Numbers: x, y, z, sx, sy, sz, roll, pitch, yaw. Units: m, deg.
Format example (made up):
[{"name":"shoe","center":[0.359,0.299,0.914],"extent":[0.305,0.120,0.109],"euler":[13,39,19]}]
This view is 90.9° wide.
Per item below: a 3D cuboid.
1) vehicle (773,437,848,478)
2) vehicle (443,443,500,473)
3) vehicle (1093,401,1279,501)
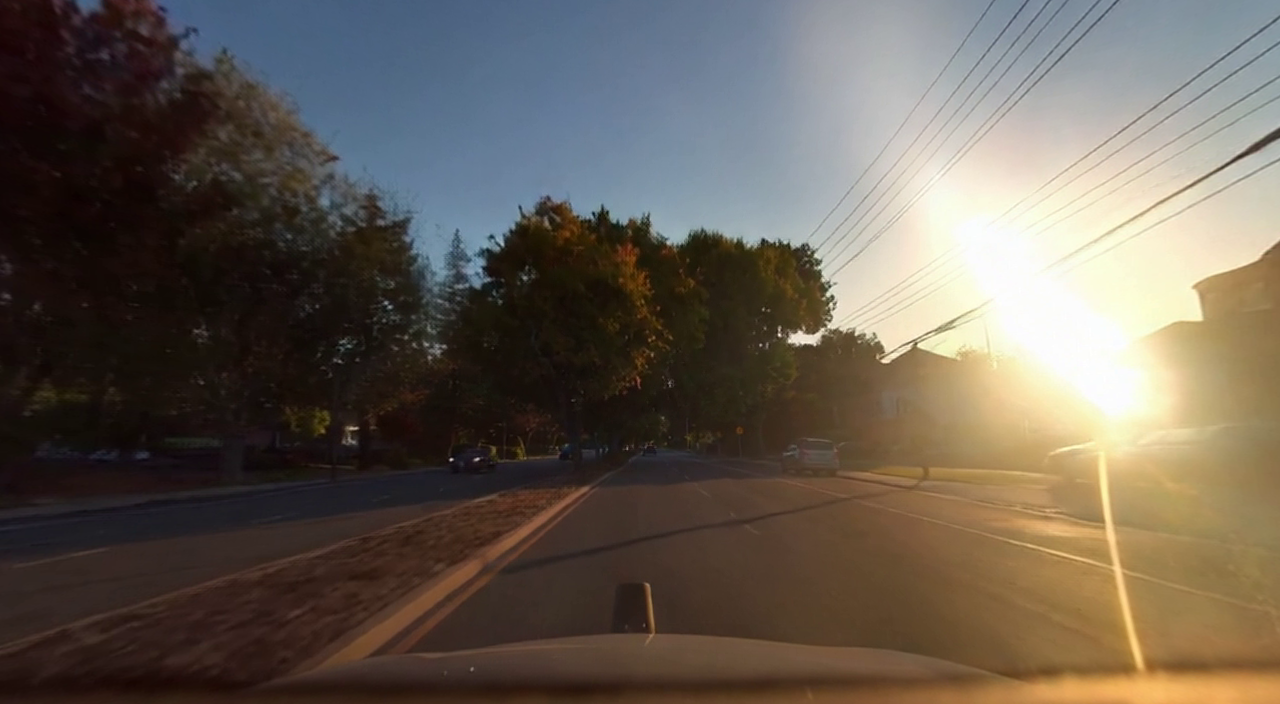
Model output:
[{"name":"vehicle","center":[8.009,5.001,30.139],"extent":[2.200,1.783,4.682],"euler":[1,-8,-1]},{"name":"vehicle","center":[-10.603,6.686,40.110],"extent":[2.077,1.776,4.757],"euler":[0,-8,3]},{"name":"vehicle","center":[14.422,2.167,14.492],"extent":[5.886,2.000,2.372],"euler":[-4,-8,5]}]
